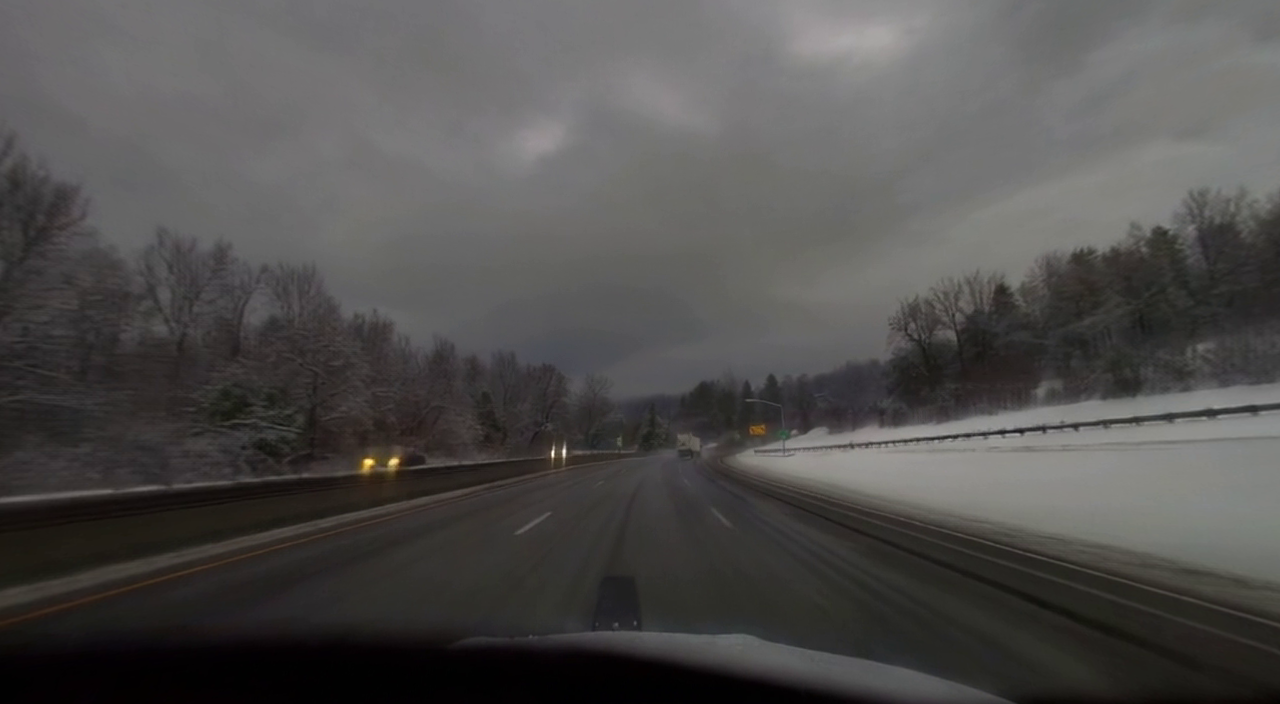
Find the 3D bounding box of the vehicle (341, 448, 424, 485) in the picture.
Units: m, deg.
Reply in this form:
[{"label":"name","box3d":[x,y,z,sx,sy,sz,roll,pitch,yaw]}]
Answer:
[{"label":"vehicle","box3d":[-11.824,5.260,29.132,1.863,1.543,4.130,-1,-9,4]}]
